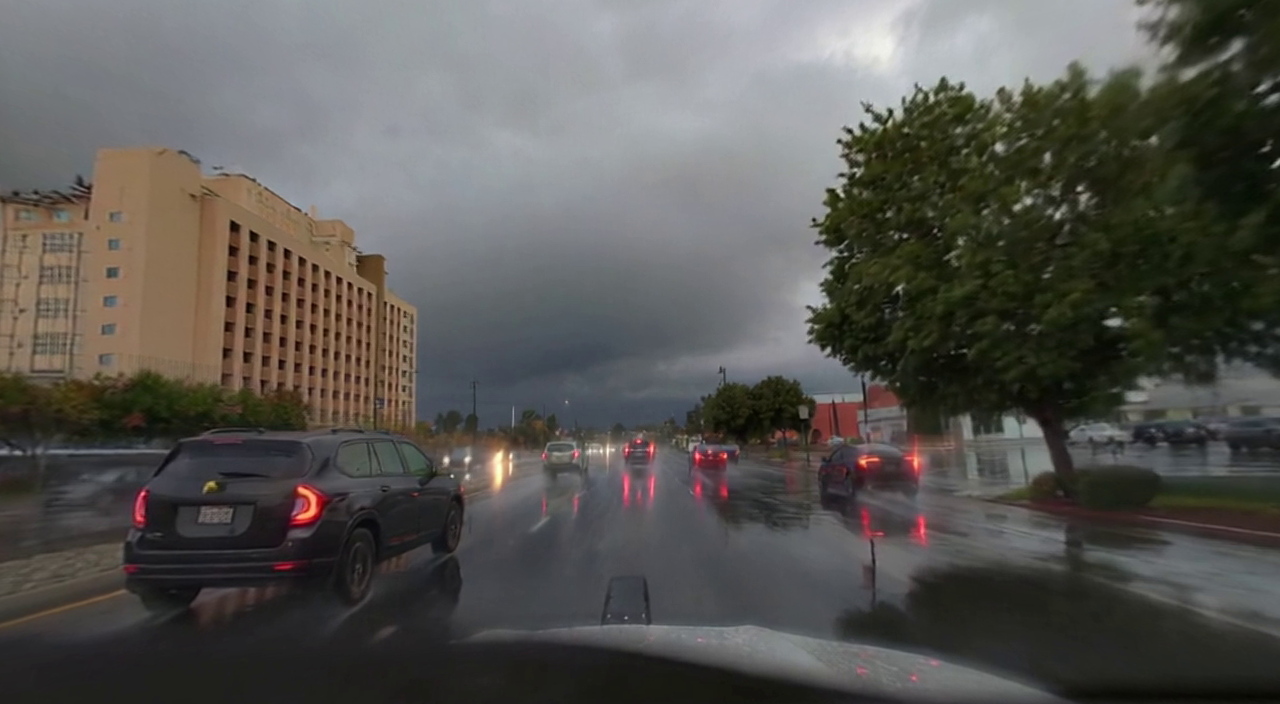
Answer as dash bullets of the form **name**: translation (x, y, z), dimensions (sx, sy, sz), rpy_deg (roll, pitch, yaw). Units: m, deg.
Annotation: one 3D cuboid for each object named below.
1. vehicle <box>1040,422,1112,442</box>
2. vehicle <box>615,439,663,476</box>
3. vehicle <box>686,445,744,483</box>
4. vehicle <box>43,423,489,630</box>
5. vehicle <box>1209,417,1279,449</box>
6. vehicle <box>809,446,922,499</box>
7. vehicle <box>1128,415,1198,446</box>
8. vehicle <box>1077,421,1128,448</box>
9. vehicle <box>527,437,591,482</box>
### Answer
- **vehicle**: translation (33.589, 6.222, 48.653), dimensions (1.762, 1.432, 4.136), rpy_deg (5, -10, -30)
- **vehicle**: translation (-0.056, 5.478, 32.836), dimensions (2.304, 1.795, 4.526), rpy_deg (0, -9, 0)
- **vehicle**: translation (3.076, 4.713, 26.710), dimensions (1.884, 1.458, 4.245), rpy_deg (0, -9, 0)
- **vehicle**: translation (-3.247, 1.617, 6.837), dimensions (2.095, 1.486, 4.411), rpy_deg (0, -9, 1)
- **vehicle**: translation (30.813, 4.094, 31.536), dimensions (1.993, 1.471, 4.691), rpy_deg (-4, -10, 24)
- **vehicle**: translation (6.948, 3.752, 20.030), dimensions (1.865, 1.458, 4.605), rpy_deg (0, -9, 0)
- **vehicle**: translation (31.049, 4.746, 37.587), dimensions (1.993, 1.708, 4.464), rpy_deg (-4, -10, 24)
- **vehicle**: translation (28.454, 5.096, 38.889), dimensions (1.830, 1.465, 4.252), rpy_deg (-9, -11, 29)
- **vehicle**: translation (-3.459, 4.704, 27.761), dimensions (2.117, 1.799, 4.442), rpy_deg (0, -9, 1)
